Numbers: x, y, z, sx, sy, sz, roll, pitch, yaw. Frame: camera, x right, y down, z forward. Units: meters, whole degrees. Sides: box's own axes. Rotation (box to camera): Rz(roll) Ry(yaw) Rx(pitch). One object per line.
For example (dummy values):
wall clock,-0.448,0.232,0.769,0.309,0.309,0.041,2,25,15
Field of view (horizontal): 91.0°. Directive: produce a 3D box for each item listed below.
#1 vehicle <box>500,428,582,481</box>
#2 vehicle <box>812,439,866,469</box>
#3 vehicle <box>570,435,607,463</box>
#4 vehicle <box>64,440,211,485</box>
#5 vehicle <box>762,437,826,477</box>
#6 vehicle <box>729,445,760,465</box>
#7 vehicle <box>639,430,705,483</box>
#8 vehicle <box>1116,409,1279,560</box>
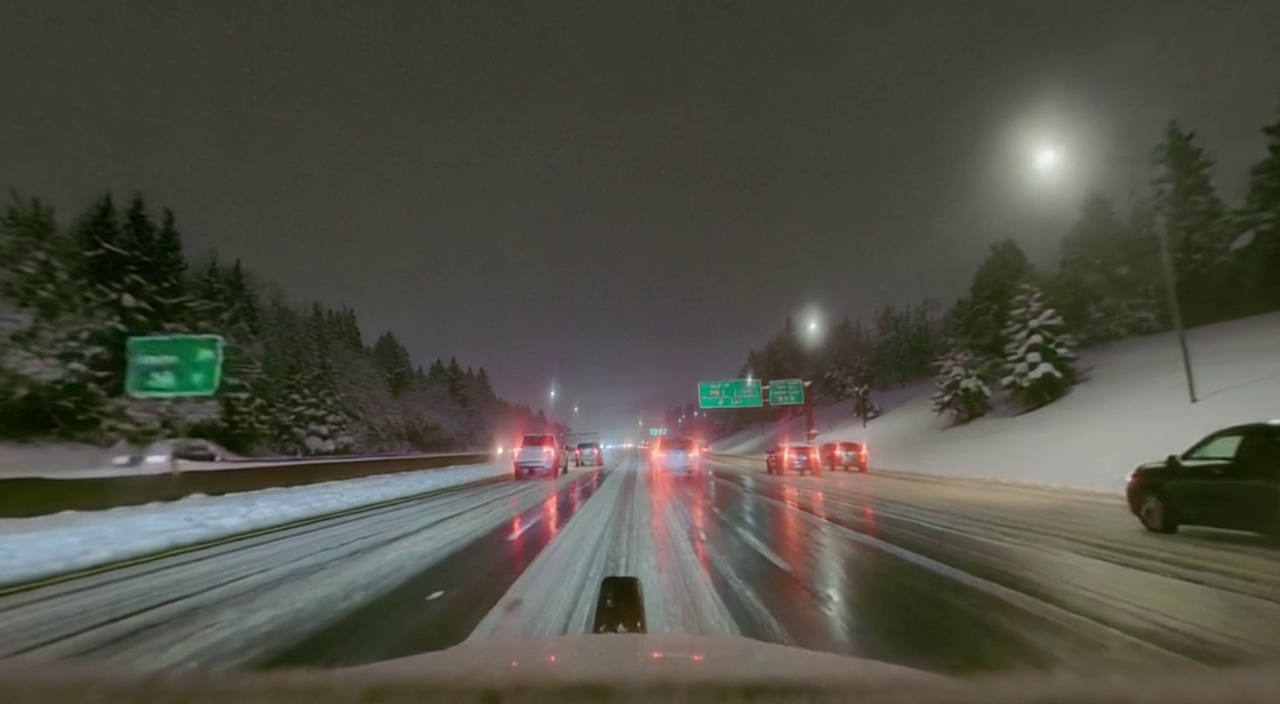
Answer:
vehicle,-3.639,3.911,24.210,2.199,1.777,4.790,0,-9,2
vehicle,12.445,6.422,39.712,2.010,1.765,4.375,0,-9,1
vehicle,-3.942,7.565,49.269,2.317,2.049,5.746,0,-9,1
vehicle,-21.043,4.613,26.710,2.104,1.702,4.818,0,-9,2
vehicle,7.016,4.823,29.142,2.022,1.682,4.226,0,-9,2
vehicle,8.118,8.026,49.224,1.815,1.479,3.892,0,-9,0
vehicle,1.154,3.791,23.032,2.181,1.728,3.970,0,-9,2
vehicle,7.718,1.433,6.836,1.989,1.569,3.964,0,-9,1
